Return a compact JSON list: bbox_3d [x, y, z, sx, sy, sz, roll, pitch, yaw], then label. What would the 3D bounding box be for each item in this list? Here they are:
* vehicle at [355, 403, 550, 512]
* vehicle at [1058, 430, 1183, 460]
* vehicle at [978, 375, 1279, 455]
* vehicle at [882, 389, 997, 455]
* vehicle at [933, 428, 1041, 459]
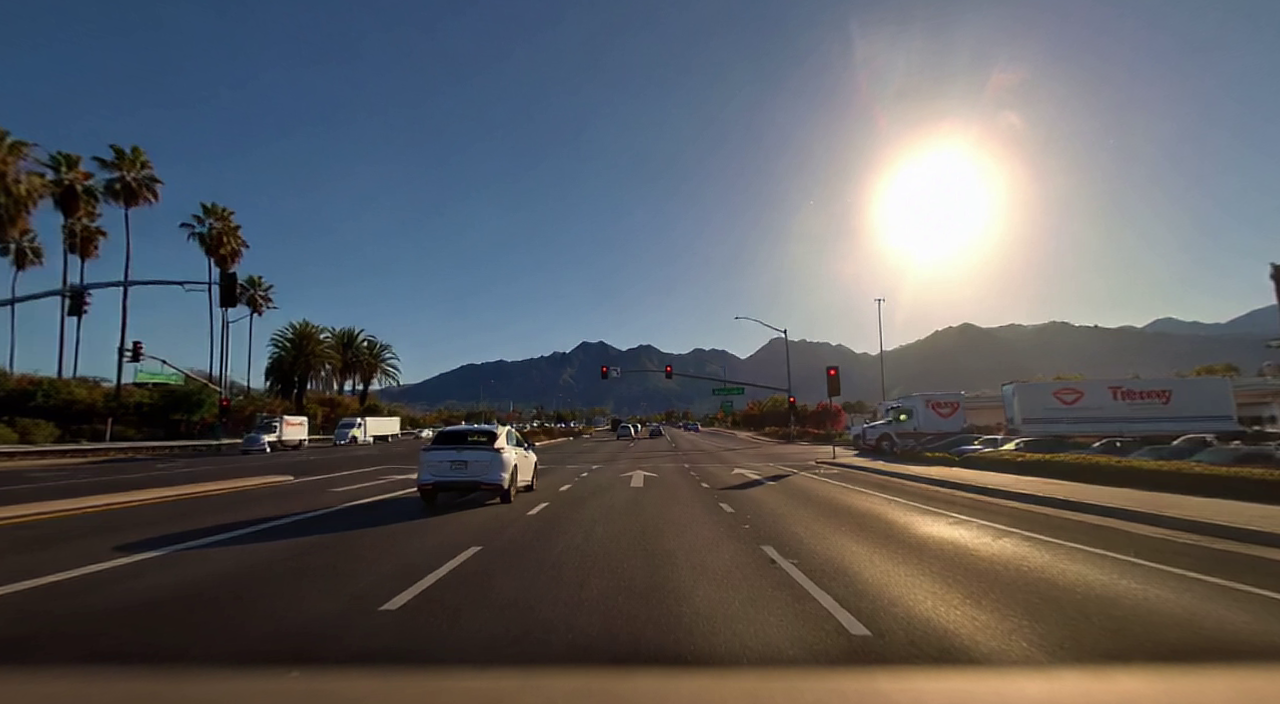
[{"bbox_3d":[-3.323,2.018,12.331,2.287,1.712,4.537,0,-8,2],"label":"vehicle"},{"bbox_3d":[26.444,5.152,34.693,4.992,1.579,2.193,0,-8,2],"label":"vehicle"},{"bbox_3d":[30.272,3.951,38.354,16.628,4.605,3.321,-1,-8,6],"label":"vehicle"},{"bbox_3d":[18.487,4.419,39.109,5.512,3.865,3.002,-1,-10,5],"label":"vehicle"},{"bbox_3d":[19.318,5.104,35.091,4.769,1.638,2.091,0,-8,2],"label":"vehicle"}]
